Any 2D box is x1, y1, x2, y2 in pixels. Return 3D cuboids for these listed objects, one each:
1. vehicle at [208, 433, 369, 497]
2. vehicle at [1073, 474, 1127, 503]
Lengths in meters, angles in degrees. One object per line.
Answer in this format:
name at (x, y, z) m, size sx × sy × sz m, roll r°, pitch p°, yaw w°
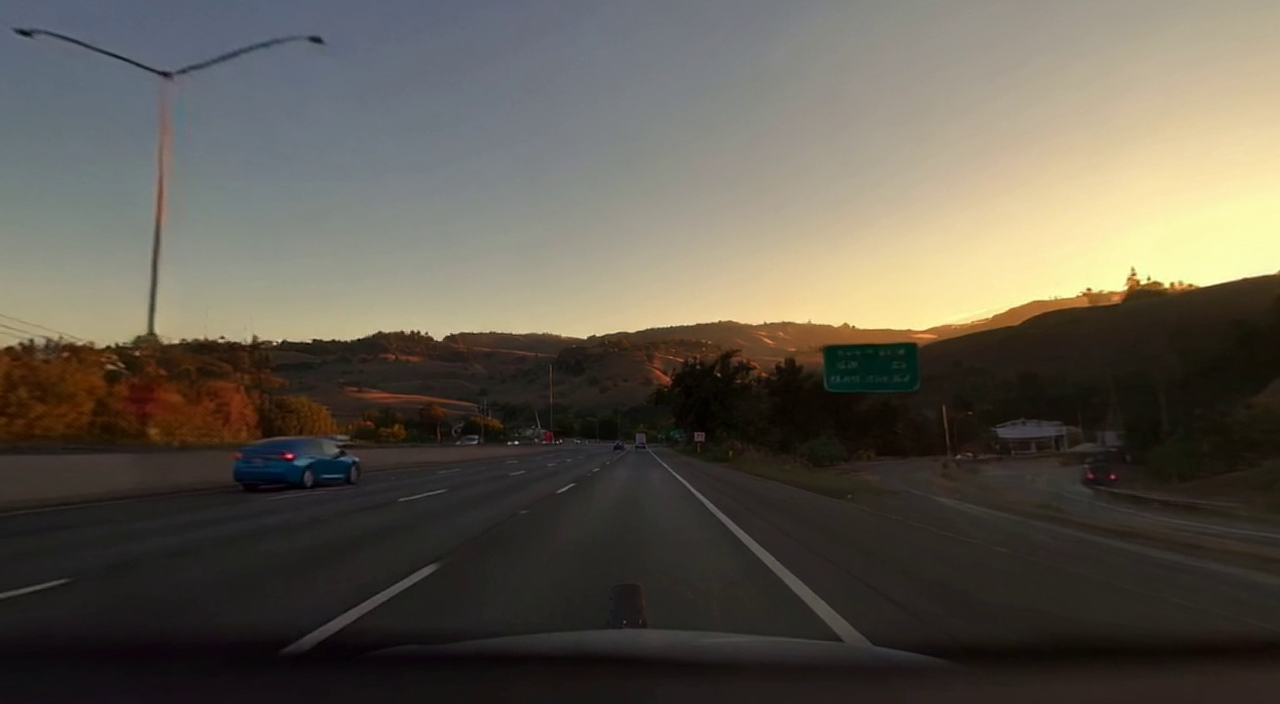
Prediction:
vehicle at (-10.844, 3.495, 20.027) m, size 2.152 × 1.753 × 4.972 m, roll 0°, pitch -8°, yaw 1°
vehicle at (33.343, 9.848, 45.810) m, size 2.108 × 1.763 × 4.817 m, roll -4°, pitch -9°, yaw 24°
